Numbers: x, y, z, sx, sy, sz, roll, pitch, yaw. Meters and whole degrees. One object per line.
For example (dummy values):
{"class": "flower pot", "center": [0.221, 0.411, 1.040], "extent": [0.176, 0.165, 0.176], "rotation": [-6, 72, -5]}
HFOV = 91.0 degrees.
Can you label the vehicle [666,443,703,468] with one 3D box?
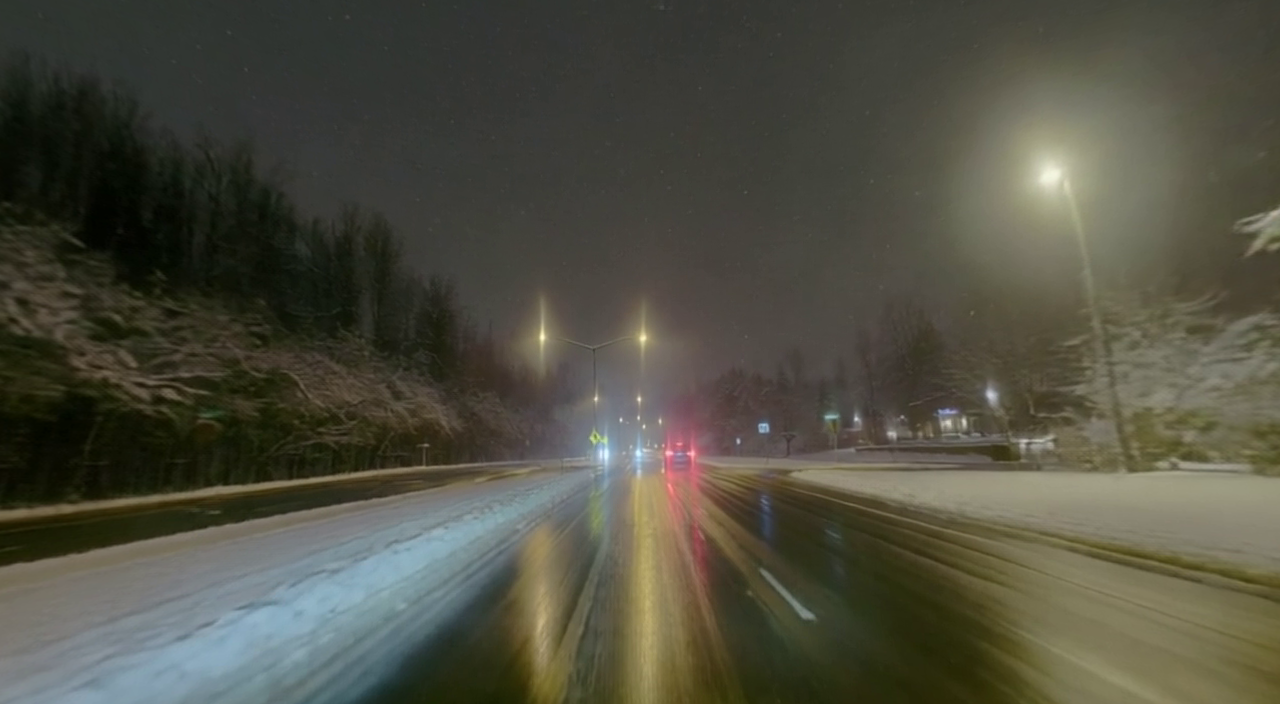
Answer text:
{"class": "vehicle", "center": [2.824, 6.720, 40.979], "extent": [2.044, 1.537, 4.528], "rotation": [0, -9, -1]}
